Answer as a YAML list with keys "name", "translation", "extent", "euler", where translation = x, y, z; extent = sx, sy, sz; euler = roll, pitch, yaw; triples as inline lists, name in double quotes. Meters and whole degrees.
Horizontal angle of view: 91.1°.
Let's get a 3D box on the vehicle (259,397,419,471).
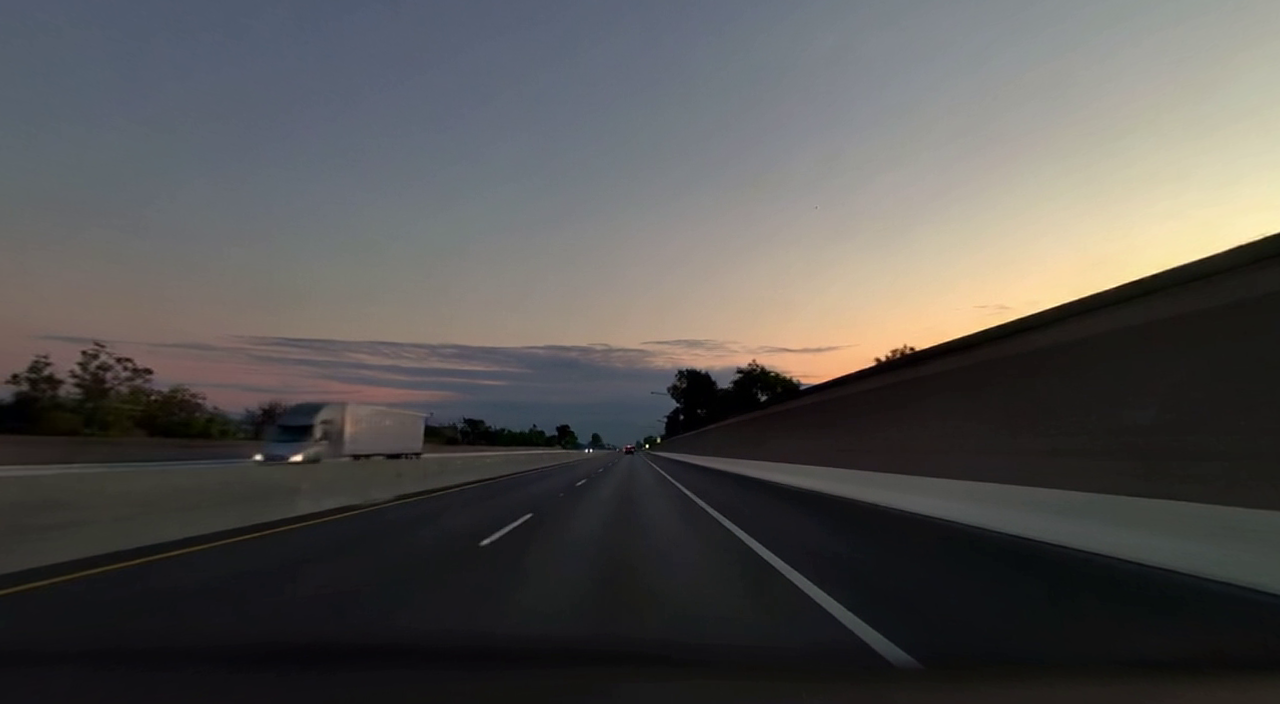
- name: "vehicle"
  translation: [-17.406, 5.168, 38.340]
  extent: [2.816, 3.631, 14.591]
  euler: [0, -9, -1]
